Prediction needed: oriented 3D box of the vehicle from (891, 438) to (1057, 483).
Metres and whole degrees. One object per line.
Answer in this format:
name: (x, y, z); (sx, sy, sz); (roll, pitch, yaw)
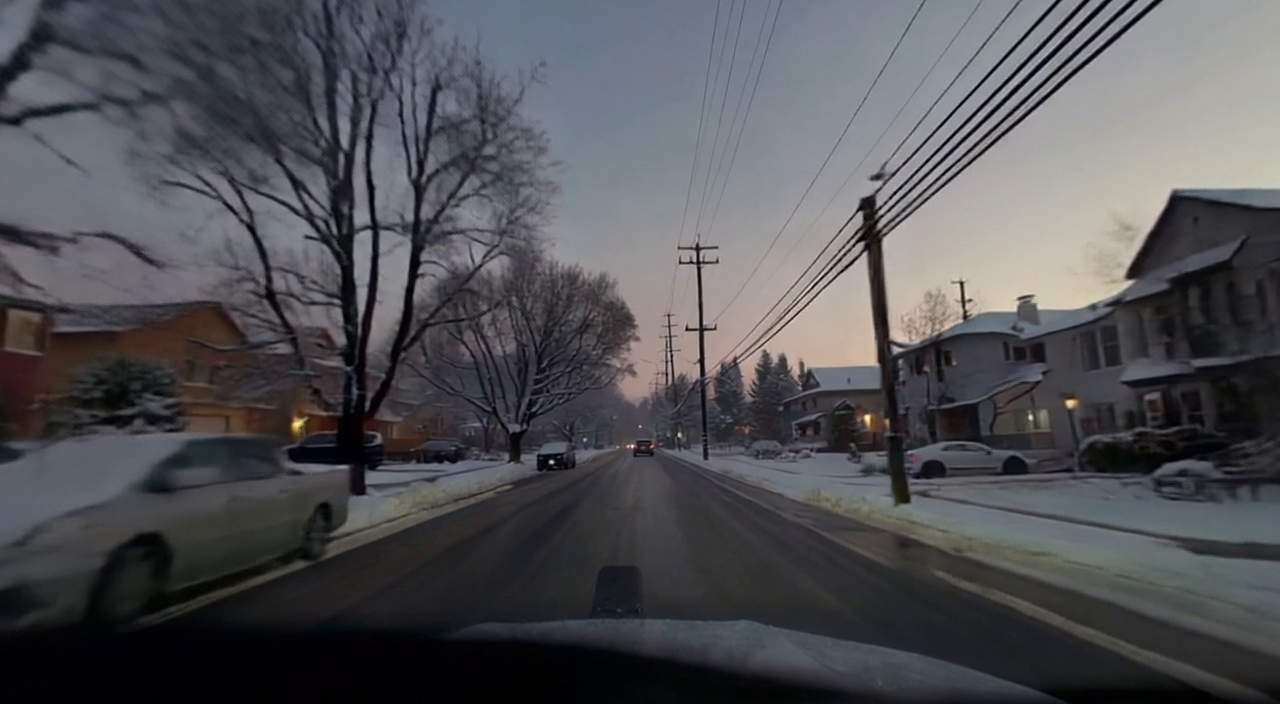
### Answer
vehicle: (11.860, 3.860, 22.685); (4.700, 1.441, 2.167); (-1, -8, -1)

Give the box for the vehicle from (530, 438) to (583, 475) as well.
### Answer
vehicle: (-4.466, 5.634, 34.400); (2.207, 1.669, 4.363); (-4, -7, 1)

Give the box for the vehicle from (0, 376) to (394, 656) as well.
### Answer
vehicle: (-4.668, 1.390, 6.706); (2.164, 1.810, 5.044); (1, -8, -2)
